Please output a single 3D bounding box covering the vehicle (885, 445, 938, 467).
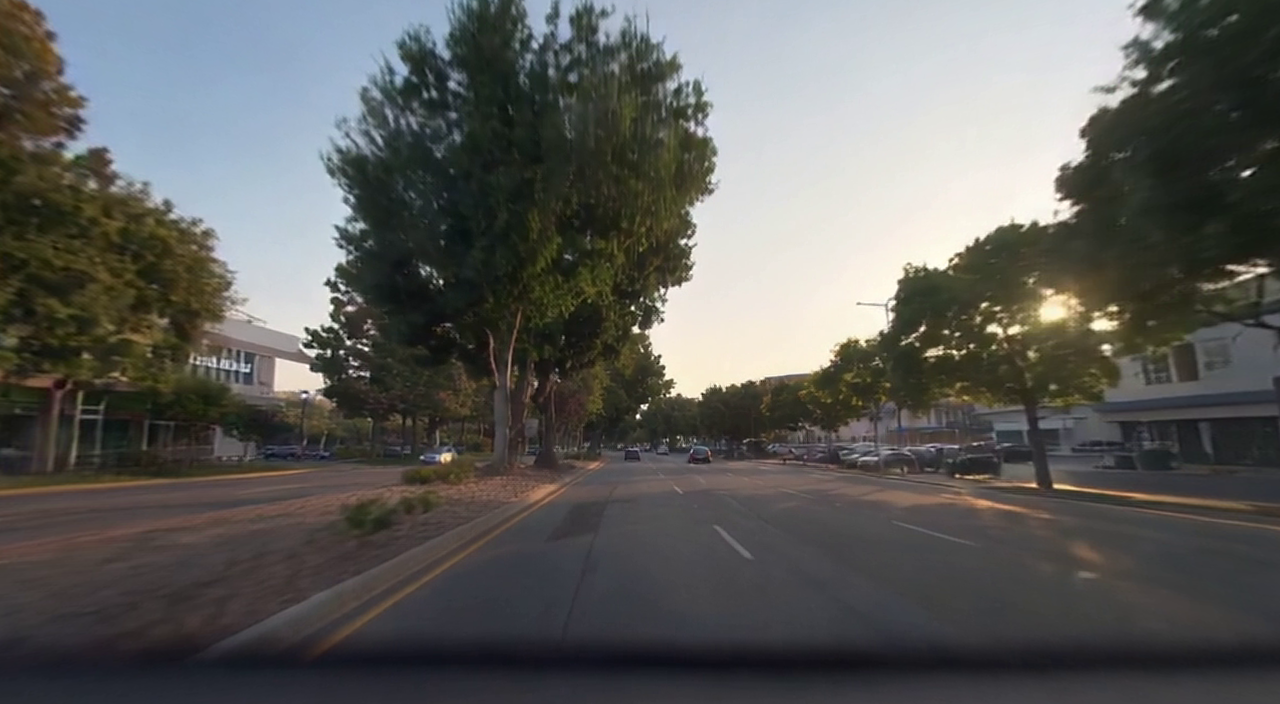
[{"bbox_3d":[19.472,7.479,45.484,1.972,1.461,4.021,1,-8,0],"label":"vehicle"}]

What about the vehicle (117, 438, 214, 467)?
[{"bbox_3d":[-28.948,6.146,38.660,4.208,1.648,1.980,1,-8,-4],"label":"vehicle"}]

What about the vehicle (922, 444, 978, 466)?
[{"bbox_3d":[22.269,7.410,45.622,1.895,1.471,4.511,-1,-9,2],"label":"vehicle"}]

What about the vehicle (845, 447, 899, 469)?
[{"bbox_3d":[16.454,7.507,45.030,1.863,1.445,4.703,1,-8,-2],"label":"vehicle"}]
